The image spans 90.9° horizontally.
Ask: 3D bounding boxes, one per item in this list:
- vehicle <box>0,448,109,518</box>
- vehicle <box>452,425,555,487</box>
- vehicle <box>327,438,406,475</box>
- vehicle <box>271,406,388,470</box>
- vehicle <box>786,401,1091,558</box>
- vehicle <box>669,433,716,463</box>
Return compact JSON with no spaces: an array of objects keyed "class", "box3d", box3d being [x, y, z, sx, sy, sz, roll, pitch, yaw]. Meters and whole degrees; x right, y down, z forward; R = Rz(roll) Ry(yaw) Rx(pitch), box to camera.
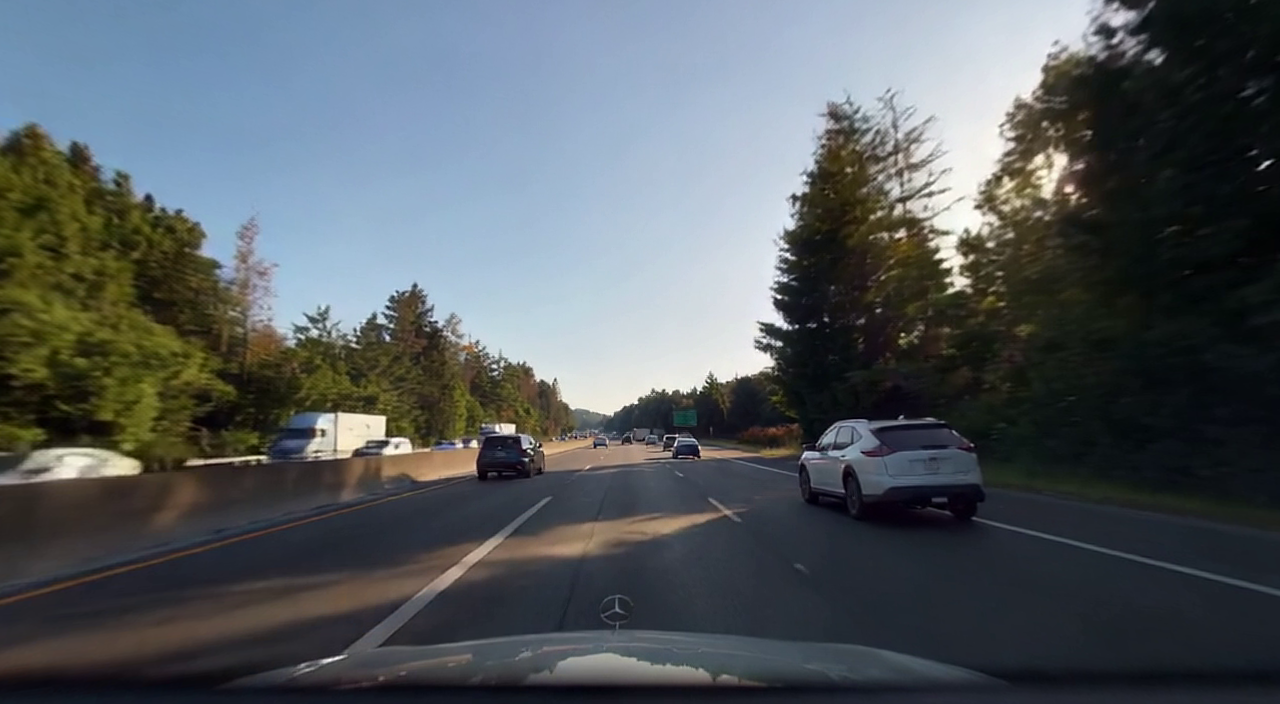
[{"class":"vehicle","box3d":[-15.310,3.030,14.602,1.928,1.502,4.794,0,-8,-1]},{"class":"vehicle","box3d":[-3.897,3.039,18.913,2.011,1.614,4.808,0,-8,0]},{"class":"vehicle","box3d":[-11.784,4.512,27.446,1.784,1.468,3.783,0,-8,-1]},{"class":"vehicle","box3d":[-19.684,5.539,40.812,2.897,3.700,8.805,0,-8,1]},{"class":"vehicle","box3d":[3.717,1.665,9.081,1.949,1.639,4.748,0,-8,-2]},{"class":"vehicle","box3d":[2.694,5.044,33.353,1.990,1.480,3.865,0,-8,-2]}]
